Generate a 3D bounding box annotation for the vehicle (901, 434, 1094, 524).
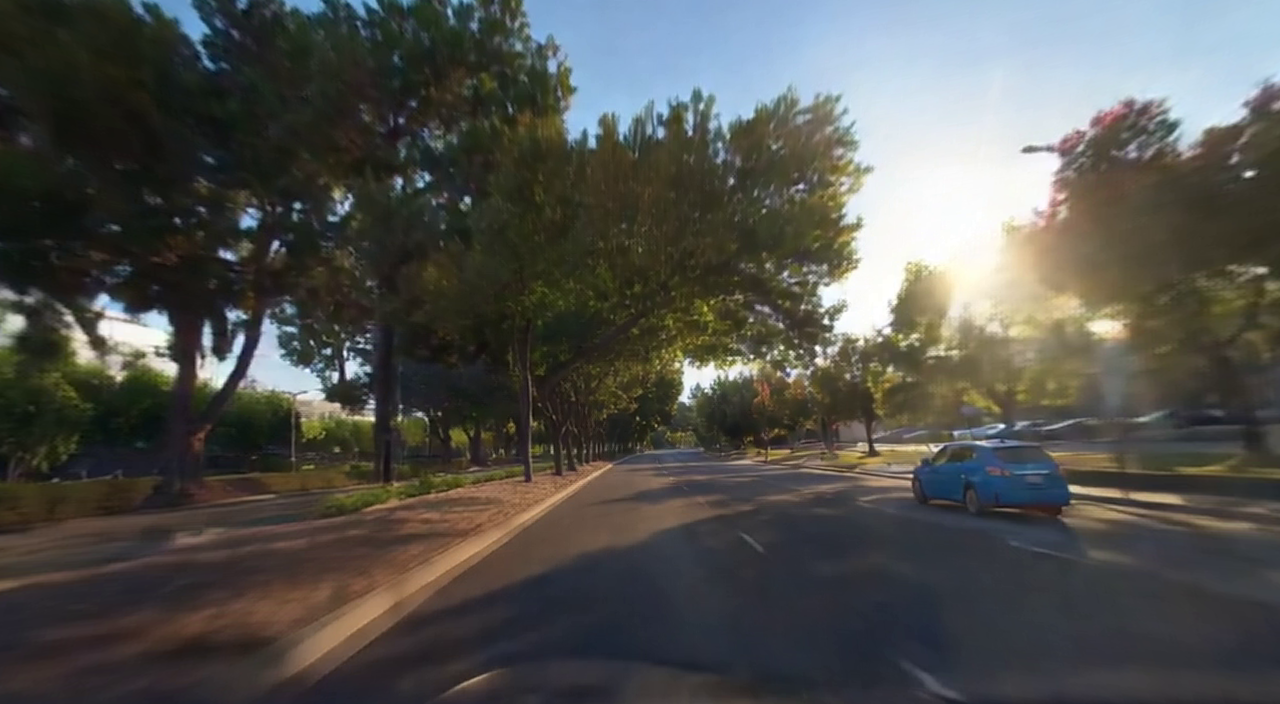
[{"bbox_3d":[6.917,2.451,12.707,1.797,1.518,3.433,0,-8,-1],"label":"vehicle"}]
